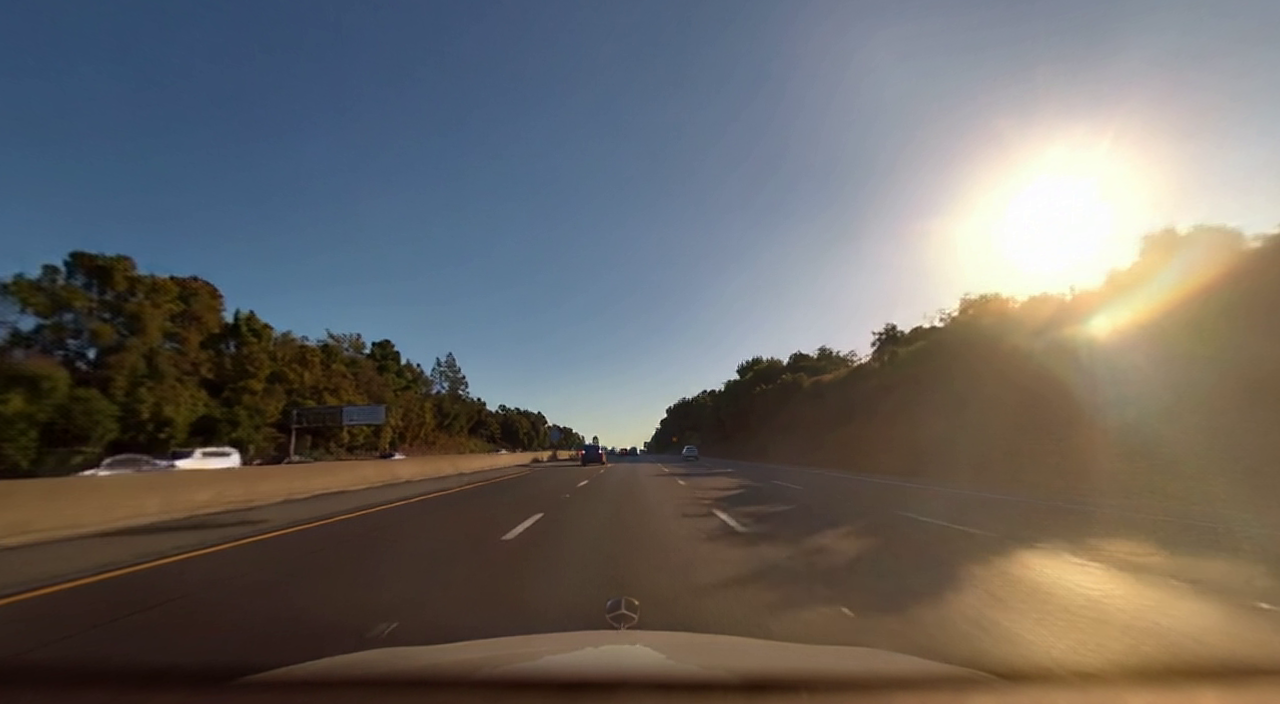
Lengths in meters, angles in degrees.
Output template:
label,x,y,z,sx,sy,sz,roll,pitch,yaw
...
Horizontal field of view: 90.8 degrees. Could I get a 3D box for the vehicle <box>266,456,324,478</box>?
label,x,y,z,sx,sy,sz,roll,pitch,yaw
vehicle,-25.523,8.534,46.921,1.849,1.457,4.390,0,-9,0

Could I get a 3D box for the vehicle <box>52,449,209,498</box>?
label,x,y,z,sx,sy,sz,roll,pitch,yaw
vehicle,-21.700,5.141,27.352,2.223,1.871,5.577,0,-9,-1

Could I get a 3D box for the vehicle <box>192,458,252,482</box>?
label,x,y,z,sx,sy,sz,roll,pitch,yaw
vehicle,-28.987,8.151,43.952,1.727,1.533,3.549,0,-9,0
